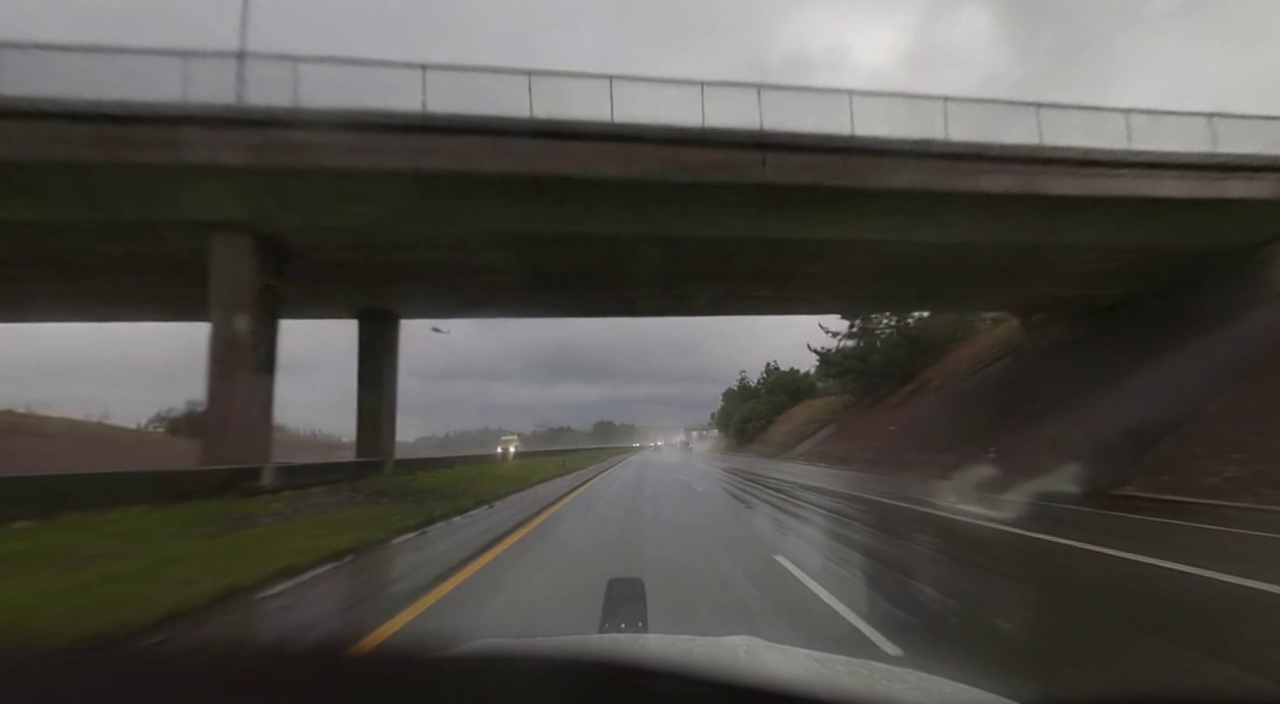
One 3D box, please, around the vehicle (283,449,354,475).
[{"bbox_3d":[-20.265,6.961,39.846,1.938,1.495,4.747,0,-9,1],"label":"vehicle"}]
